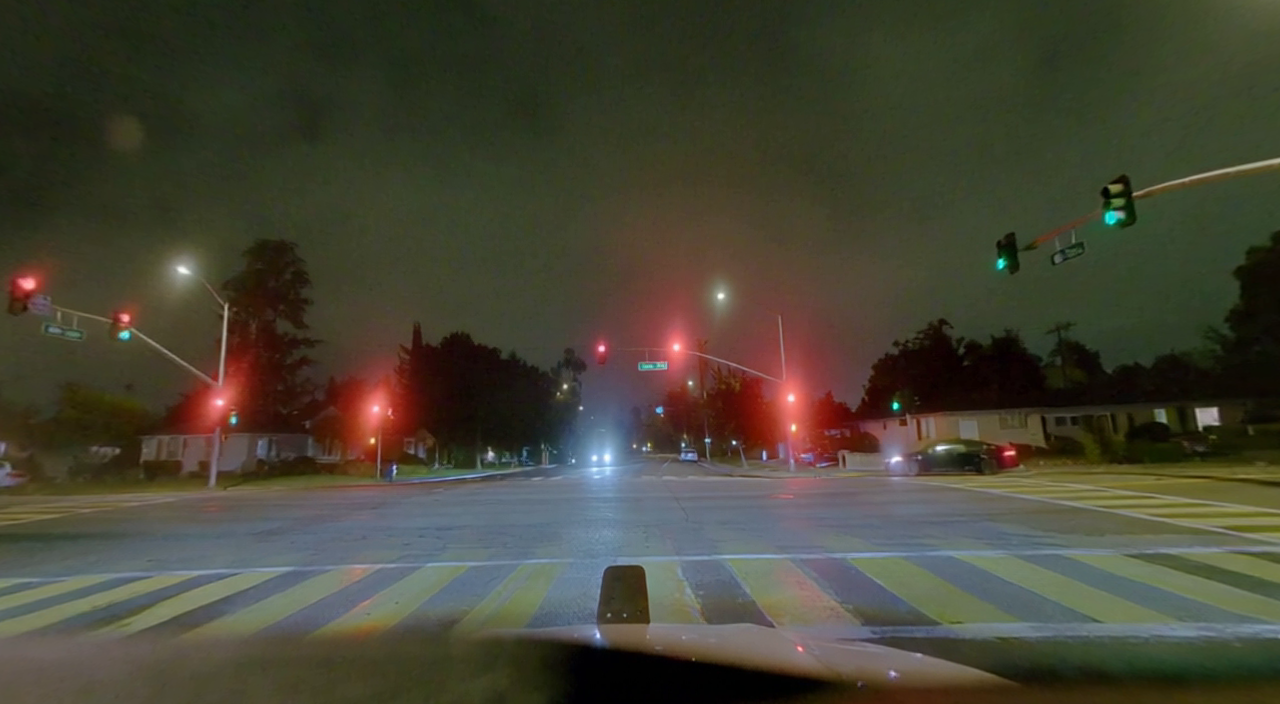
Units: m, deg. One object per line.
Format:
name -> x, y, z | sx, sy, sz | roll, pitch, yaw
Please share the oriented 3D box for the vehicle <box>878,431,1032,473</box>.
vehicle -> 11.306, 3.614, 22.840 | 4.562, 1.460, 1.822 | 0, -8, -1
